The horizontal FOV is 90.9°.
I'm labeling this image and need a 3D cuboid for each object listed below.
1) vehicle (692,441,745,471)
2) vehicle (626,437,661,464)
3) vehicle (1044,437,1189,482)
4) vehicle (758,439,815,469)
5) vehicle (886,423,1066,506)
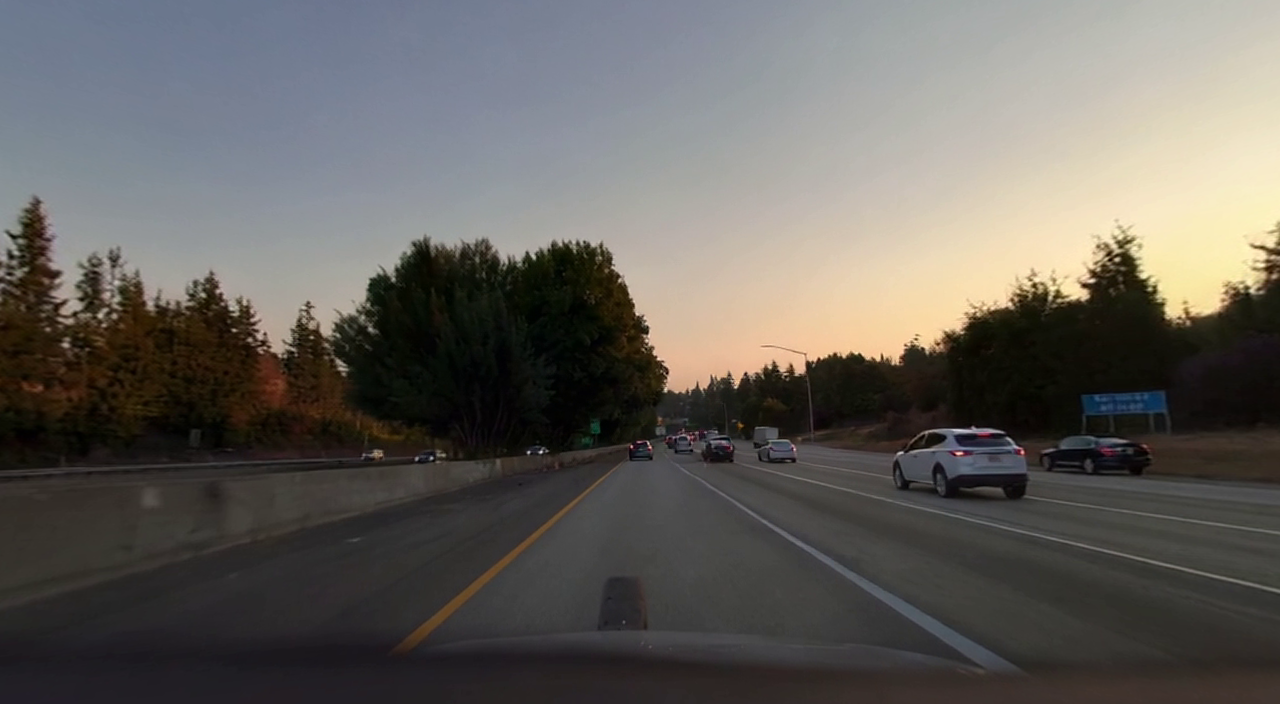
[{"bbox_3d":[3.962,5.328,32.674,2.118,1.438,4.312,0,-8,-1],"label":"vehicle"},{"bbox_3d":[0.233,6.374,40.795,2.124,1.639,4.122,0,-8,0],"label":"vehicle"},{"bbox_3d":[17.163,3.873,23.062,1.908,1.468,4.457,0,-8,2],"label":"vehicle"},{"bbox_3d":[7.727,5.401,33.628,1.919,1.476,4.303,0,-8,-1],"label":"vehicle"},{"bbox_3d":[7.842,2.652,15.308,1.986,1.703,4.226,0,-8,0],"label":"vehicle"}]
